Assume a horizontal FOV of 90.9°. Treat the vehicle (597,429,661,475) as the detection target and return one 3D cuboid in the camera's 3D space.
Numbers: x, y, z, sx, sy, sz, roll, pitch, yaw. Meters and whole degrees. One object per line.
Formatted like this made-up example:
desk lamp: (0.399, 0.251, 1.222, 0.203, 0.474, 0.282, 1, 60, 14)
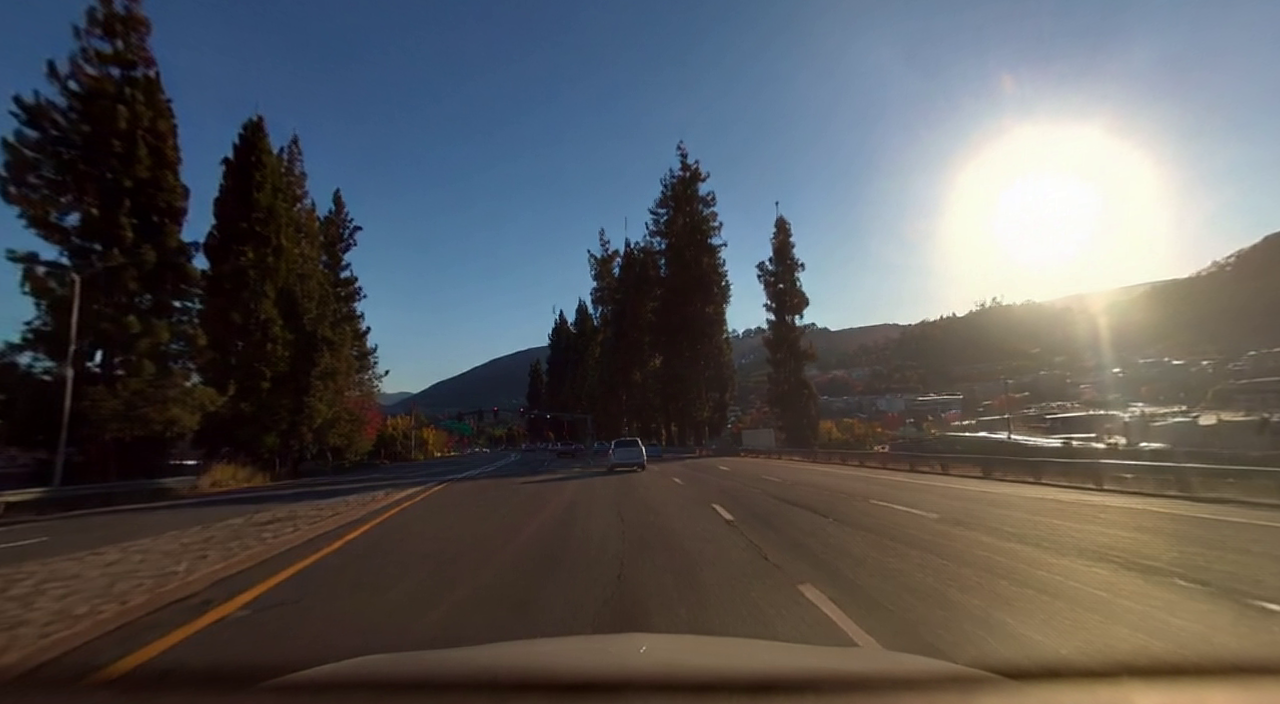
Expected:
vehicle: (-0.560, 4.217, 26.725, 2.253, 1.756, 4.313, 1, -8, -7)
